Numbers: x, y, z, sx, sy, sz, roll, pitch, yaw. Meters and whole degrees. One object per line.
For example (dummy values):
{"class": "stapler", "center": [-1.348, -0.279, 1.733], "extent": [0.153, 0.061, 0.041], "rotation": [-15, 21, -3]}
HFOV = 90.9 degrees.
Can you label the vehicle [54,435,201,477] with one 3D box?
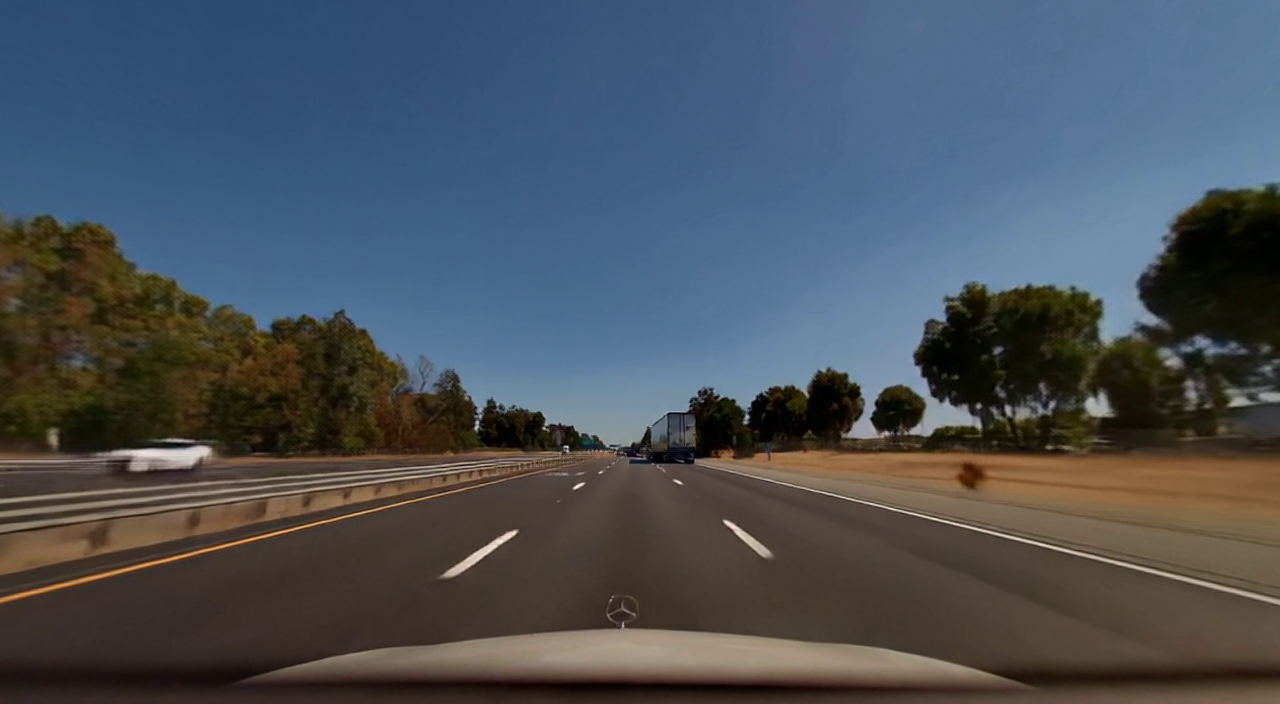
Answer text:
{"class": "vehicle", "center": [-20.040, 4.107, 24.992], "extent": [1.899, 1.491, 4.688], "rotation": [0, -9, 0]}
